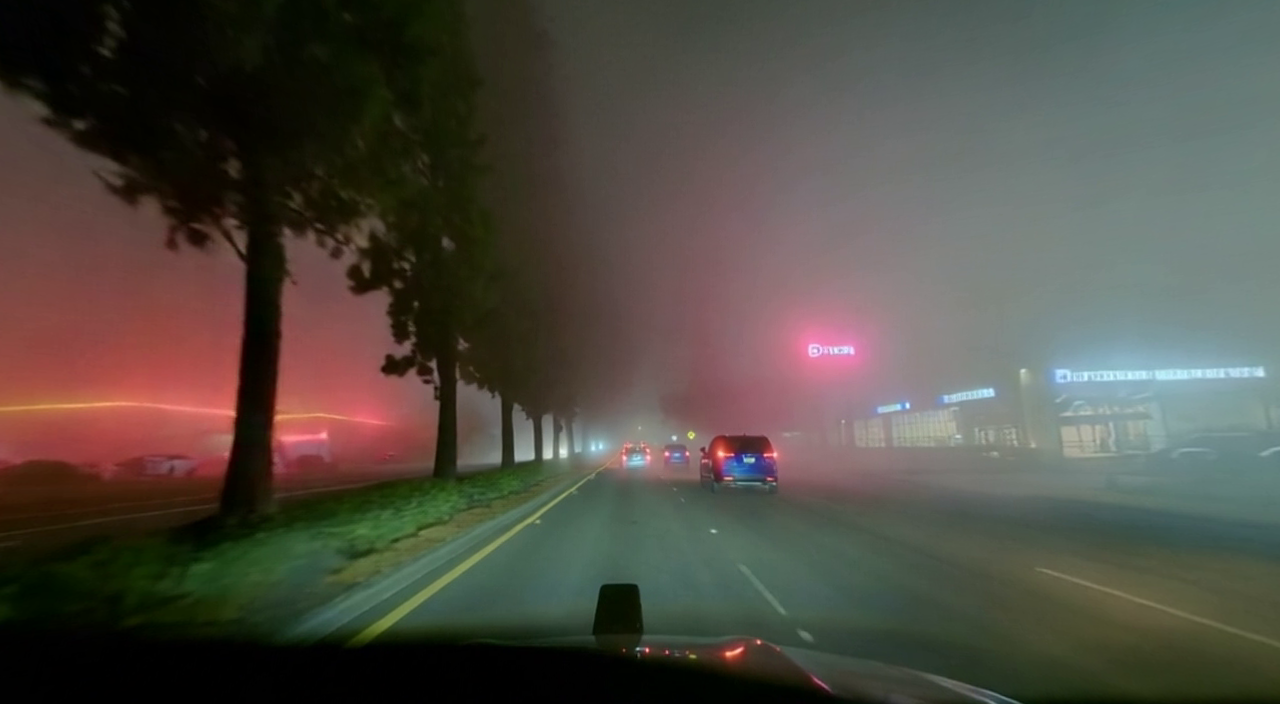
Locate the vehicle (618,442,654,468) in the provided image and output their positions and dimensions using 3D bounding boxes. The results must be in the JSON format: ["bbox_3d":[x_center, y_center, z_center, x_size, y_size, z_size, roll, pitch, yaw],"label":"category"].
[{"bbox_3d":[-0.276,6.084,37.342,2.056,1.440,3.798,0,-8,-1],"label":"vehicle"}]

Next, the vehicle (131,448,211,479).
[{"bbox_3d":[-28.417,6.725,38.442,1.897,1.704,4.153,1,-8,-5],"label":"vehicle"}]

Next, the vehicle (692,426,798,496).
[{"bbox_3d":[2.961,3.196,18.959,2.140,1.811,4.593,0,-8,-3],"label":"vehicle"}]

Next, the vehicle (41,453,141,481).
[{"bbox_3d":[-31.914,6.676,36.925,1.924,1.430,4.367,0,-8,-1],"label":"vehicle"}]

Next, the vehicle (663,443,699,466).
[{"bbox_3d":[2.551,6.550,40.466,1.970,1.402,3.756,0,-8,-2],"label":"vehicle"}]

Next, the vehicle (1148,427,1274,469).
[{"bbox_3d":[25.259,4.275,28.187,1.788,1.741,4.278,-1,-8,5],"label":"vehicle"}]
